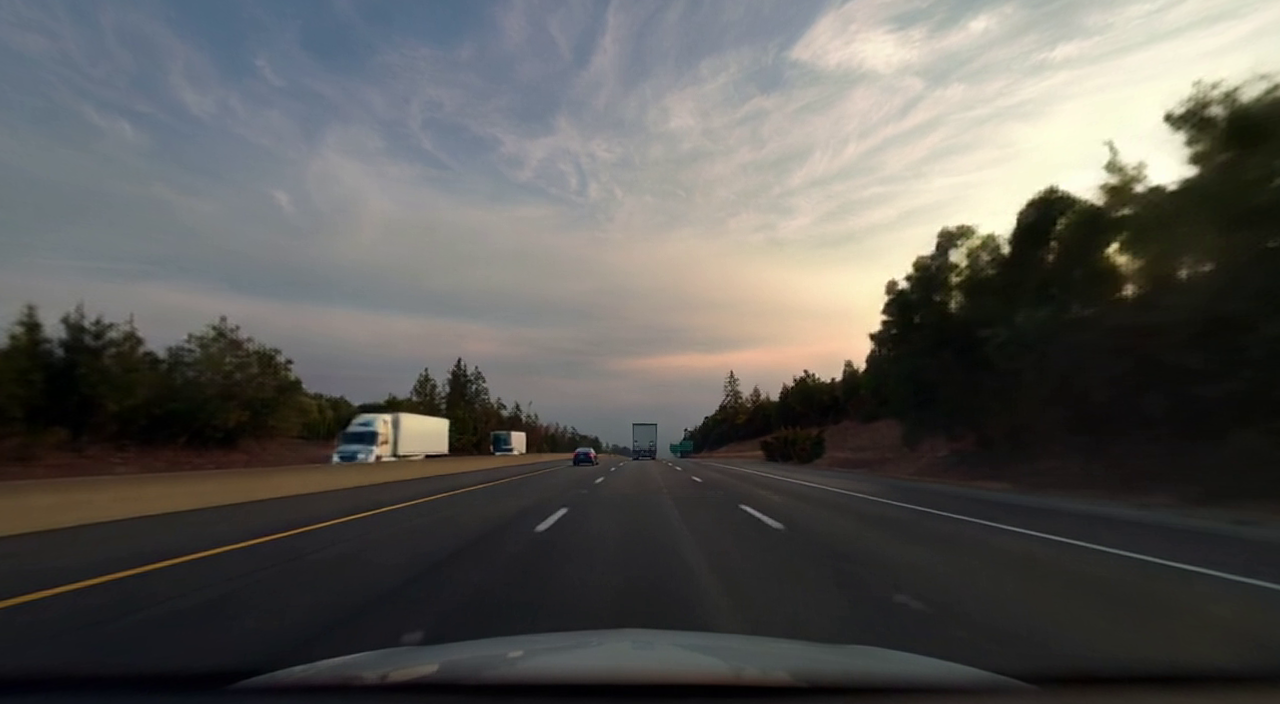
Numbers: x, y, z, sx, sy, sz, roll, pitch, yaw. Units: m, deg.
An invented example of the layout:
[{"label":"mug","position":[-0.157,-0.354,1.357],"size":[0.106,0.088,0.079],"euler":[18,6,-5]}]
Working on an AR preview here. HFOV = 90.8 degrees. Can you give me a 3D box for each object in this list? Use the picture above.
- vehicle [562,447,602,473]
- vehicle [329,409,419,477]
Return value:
[{"label":"vehicle","position":[-3.400,6.390,37.478],"size":[1.955,1.438,4.100],"euler":[0,-9,0]},{"label":"vehicle","position":[-16.428,5.718,39.463],"size":[2.942,3.882,5.832],"euler":[-1,-9,1]}]
